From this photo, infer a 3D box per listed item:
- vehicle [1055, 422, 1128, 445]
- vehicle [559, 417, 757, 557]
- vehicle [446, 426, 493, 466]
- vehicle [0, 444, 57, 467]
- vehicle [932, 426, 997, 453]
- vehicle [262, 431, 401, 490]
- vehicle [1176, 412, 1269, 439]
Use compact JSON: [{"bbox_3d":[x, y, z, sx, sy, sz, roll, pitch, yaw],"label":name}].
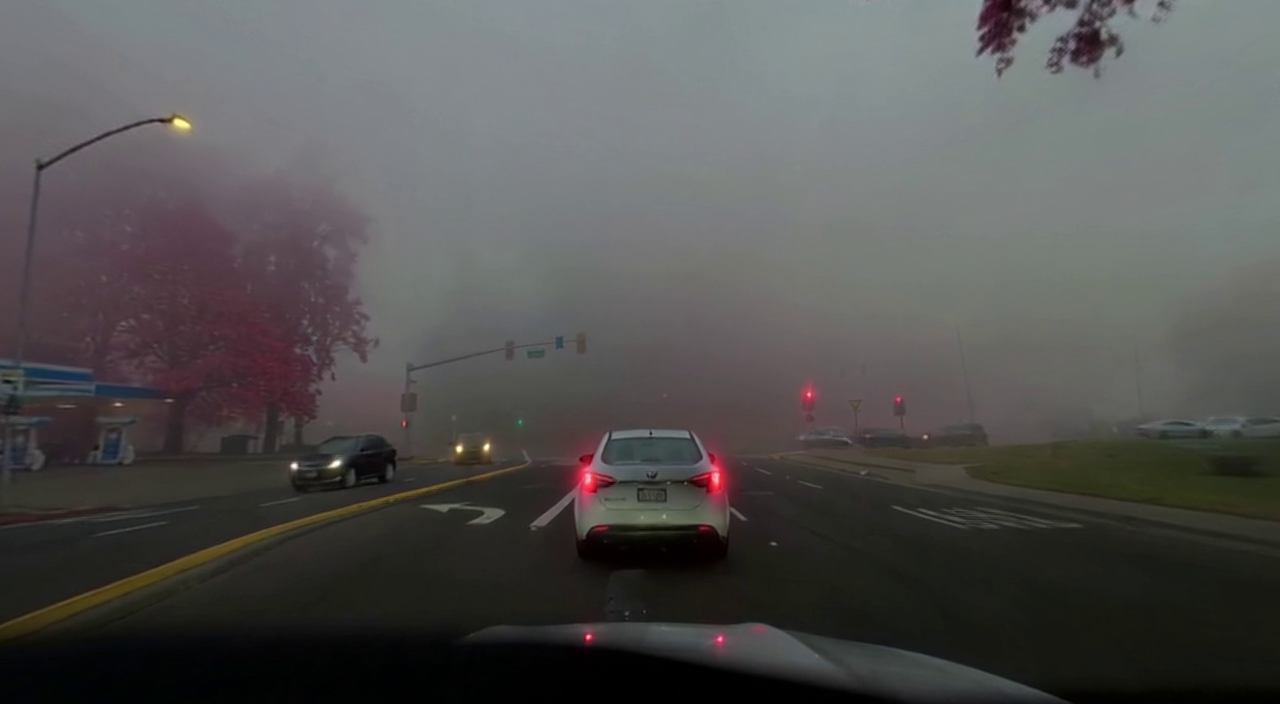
[{"bbox_3d":[35.587,6.410,49.743,4.294,1.557,1.744,-3,-8,2],"label":"vehicle"},{"bbox_3d":[0.194,1.744,8.813,2.112,1.482,4.057,0,-8,0],"label":"vehicle"},{"bbox_3d":[-9.786,5.401,36.236,2.378,2.084,5.225,2,-9,-15],"label":"vehicle"},{"bbox_3d":[-41.892,6.819,41.753,4.813,1.455,1.889,-1,-8,5],"label":"vehicle"},{"bbox_3d":[18.989,5.118,36.813,4.091,1.495,2.053,8,-12,-43],"label":"vehicle"},{"bbox_3d":[-9.655,3.428,20.227,2.108,1.671,4.535,0,-8,1],"label":"vehicle"},{"bbox_3d":[36.977,4.717,40.186,1.848,1.581,4.475,-1,-8,4],"label":"vehicle"}]
